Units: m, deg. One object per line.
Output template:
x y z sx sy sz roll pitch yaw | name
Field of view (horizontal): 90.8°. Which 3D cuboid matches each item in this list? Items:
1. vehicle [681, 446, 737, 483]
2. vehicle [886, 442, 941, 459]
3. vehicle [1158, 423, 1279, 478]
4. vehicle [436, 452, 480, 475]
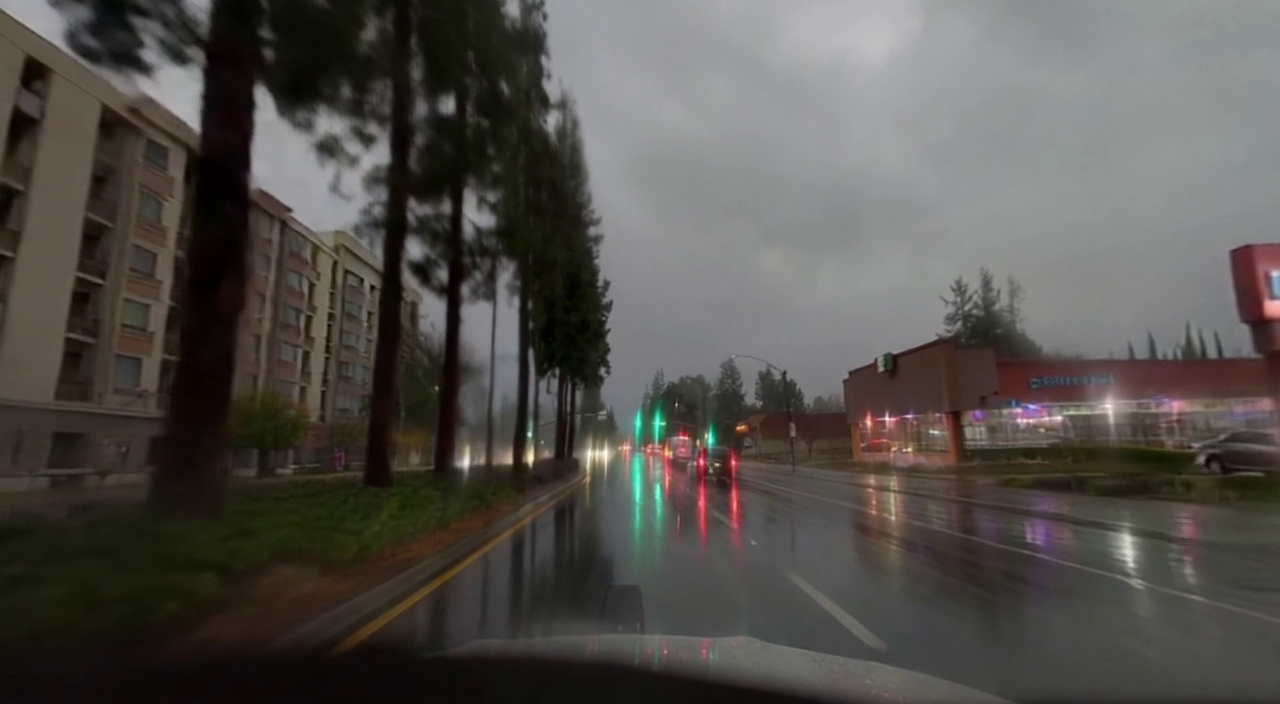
3.164 5.223 29.770 2.041 1.531 4.236 1 -8 -1 | vehicle
19.232 6.925 44.503 3.242 1.165 1.363 1 -7 -5 | vehicle
20.646 3.350 21.521 4.210 1.727 2.227 2 -7 -8 | vehicle
-13.962 8.577 48.704 1.988 1.527 4.359 0 -7 2 | vehicle
